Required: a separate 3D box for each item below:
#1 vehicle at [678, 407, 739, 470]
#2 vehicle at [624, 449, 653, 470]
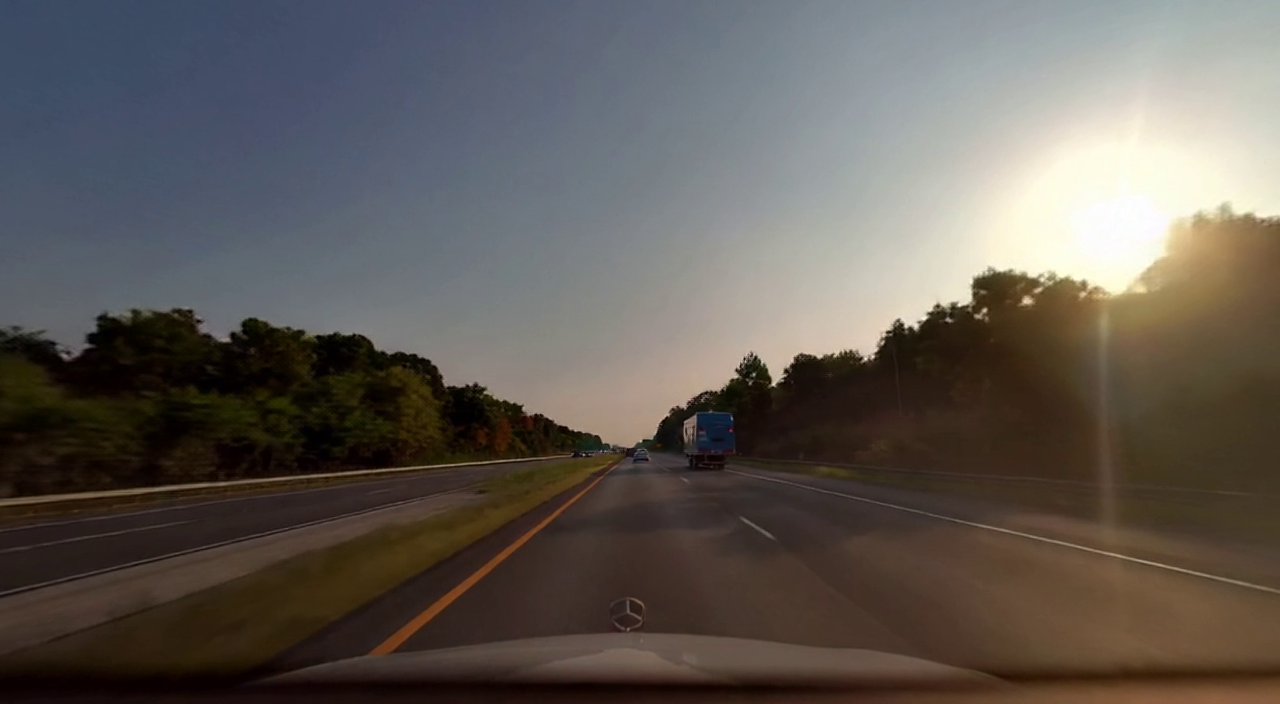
[{"bbox_3d":[4.917,6.759,48.536,2.939,4.129,14.300,0,-9,-1],"label":"vehicle"},{"bbox_3d":[-0.105,7.496,44.039,1.926,1.386,3.615,0,-9,0],"label":"vehicle"}]
